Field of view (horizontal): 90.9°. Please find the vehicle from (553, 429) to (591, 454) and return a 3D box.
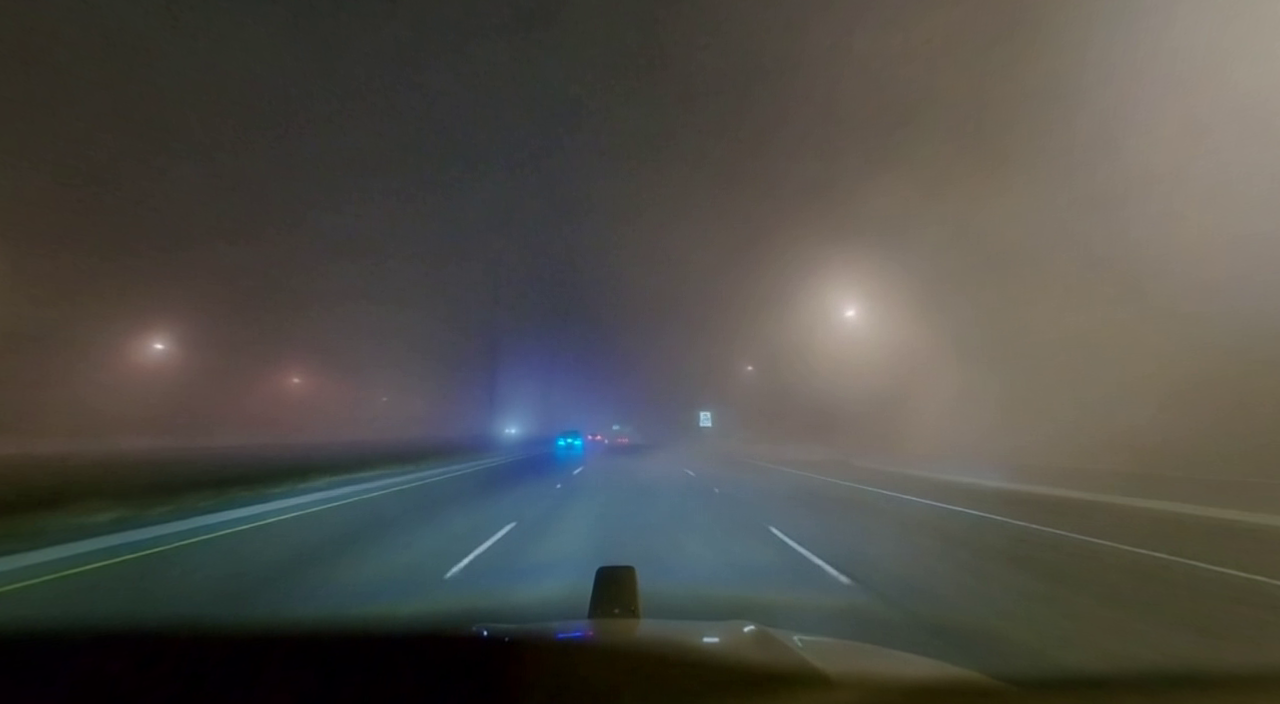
[{"bbox_3d":[-4.428,5.889,41.654,2.062,1.591,4.156,0,-7,-1],"label":"vehicle"}]
